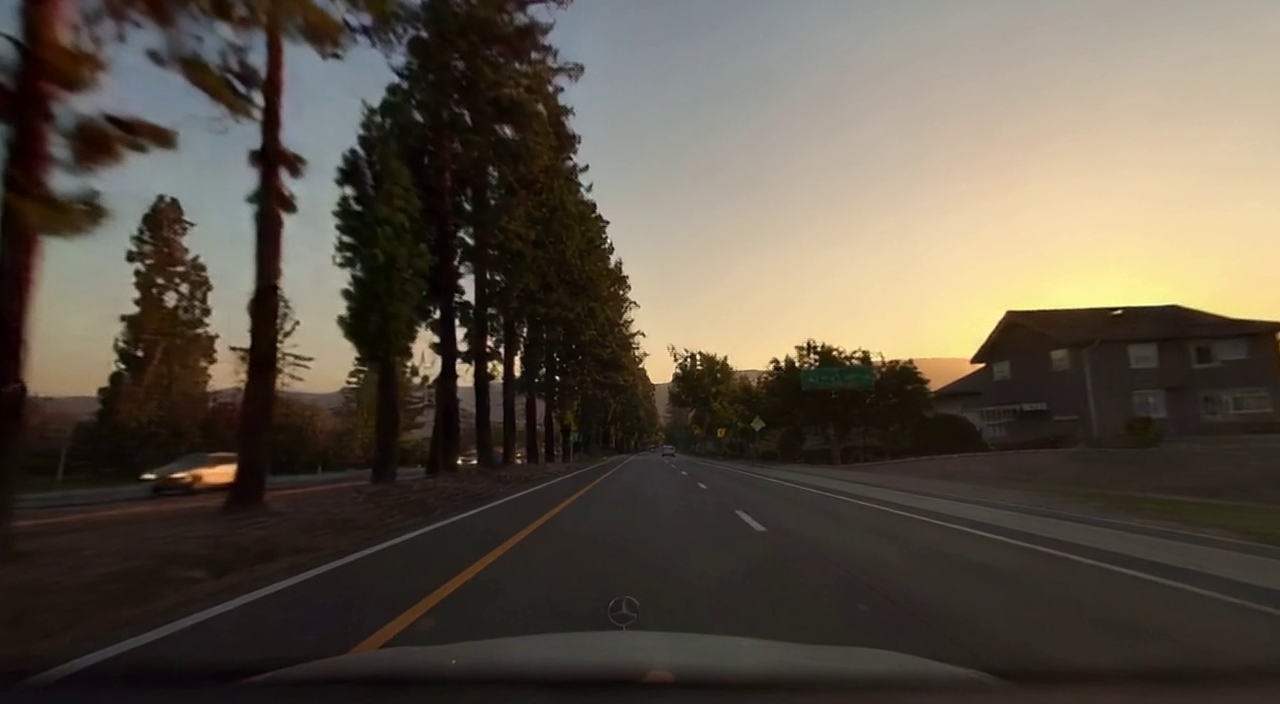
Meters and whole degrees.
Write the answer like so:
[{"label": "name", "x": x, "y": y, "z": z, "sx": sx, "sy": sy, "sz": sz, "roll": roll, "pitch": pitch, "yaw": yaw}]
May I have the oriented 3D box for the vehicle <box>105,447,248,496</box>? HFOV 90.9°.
[{"label": "vehicle", "x": -18.293, "y": 4.679, "z": 25.246, "sx": 2.029, "sy": 1.737, "sz": 4.748, "roll": -1, "pitch": -8, "yaw": 1}]
